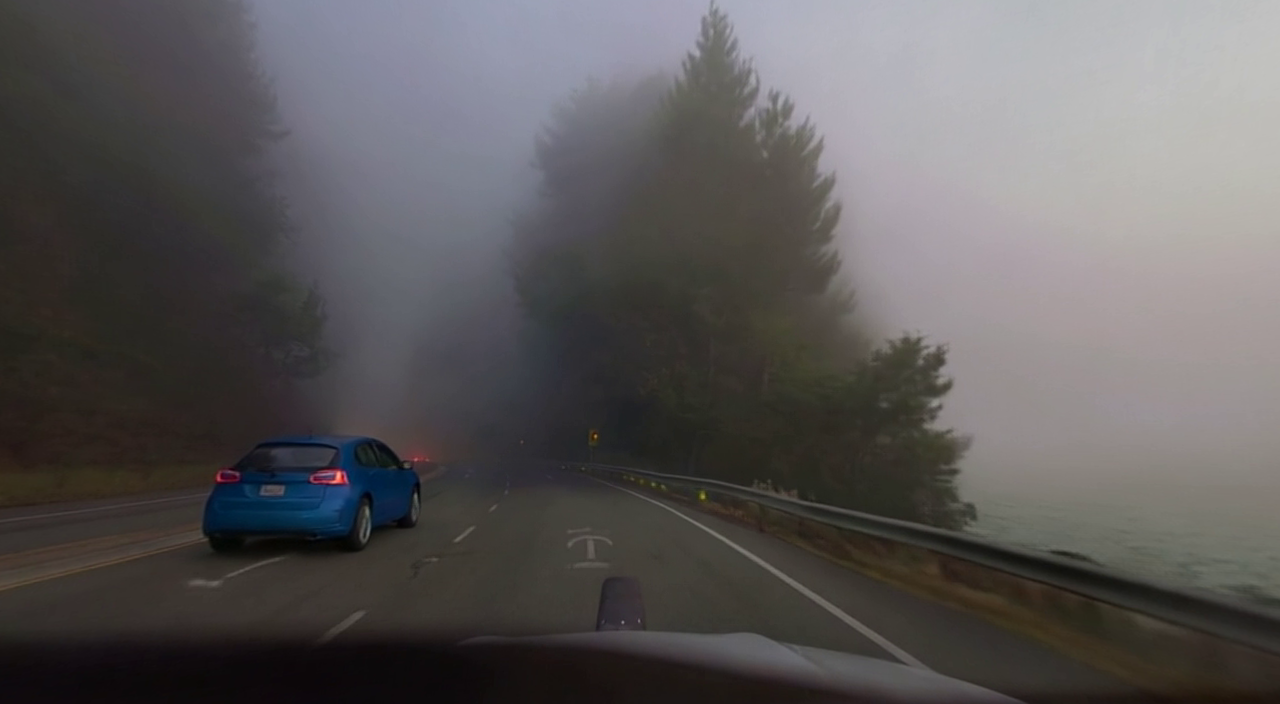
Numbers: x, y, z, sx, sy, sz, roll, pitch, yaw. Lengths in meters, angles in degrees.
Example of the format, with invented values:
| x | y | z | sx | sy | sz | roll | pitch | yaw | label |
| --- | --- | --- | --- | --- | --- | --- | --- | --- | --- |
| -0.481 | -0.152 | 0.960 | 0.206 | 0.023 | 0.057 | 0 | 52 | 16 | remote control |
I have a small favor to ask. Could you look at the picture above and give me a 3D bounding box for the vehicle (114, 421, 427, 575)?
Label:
| x | y | z | sx | sy | sz | roll | pitch | yaw | label |
| --- | --- | --- | --- | --- | --- | --- | --- | --- | --- |
| -4.600 | 1.863 | 8.748 | 2.078 | 1.607 | 3.959 | 0 | -9 | -3 | vehicle |
